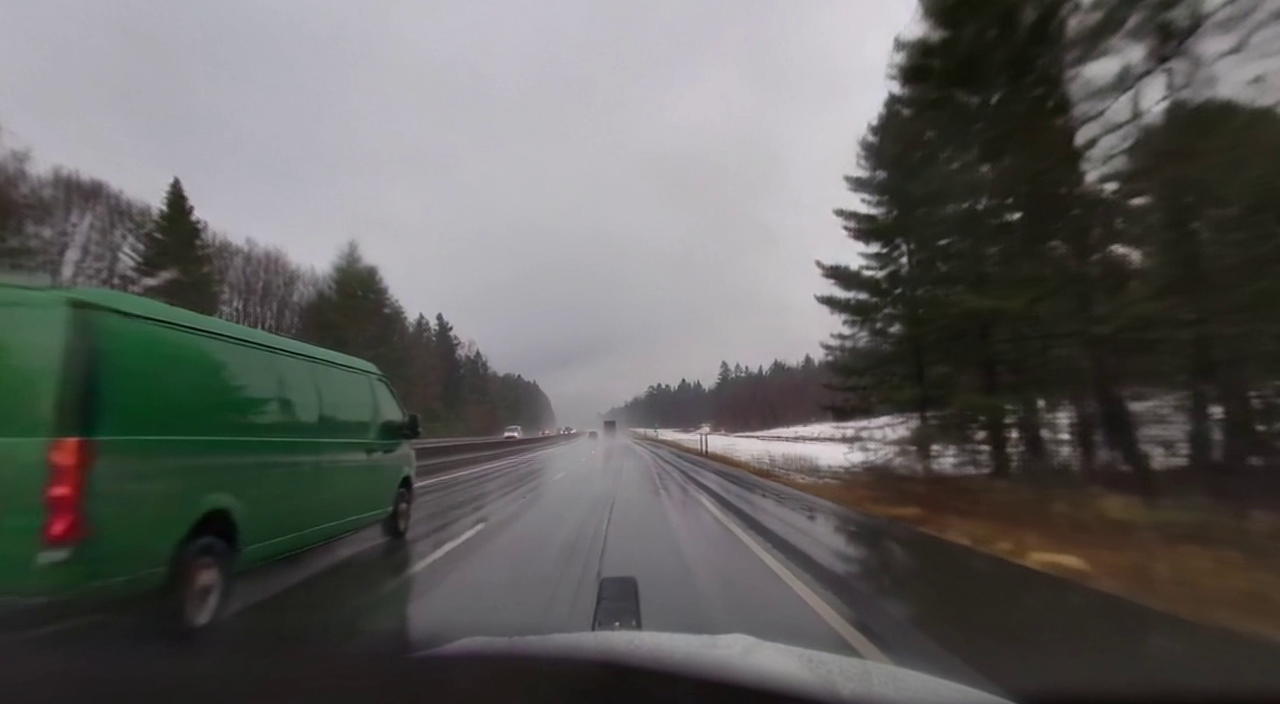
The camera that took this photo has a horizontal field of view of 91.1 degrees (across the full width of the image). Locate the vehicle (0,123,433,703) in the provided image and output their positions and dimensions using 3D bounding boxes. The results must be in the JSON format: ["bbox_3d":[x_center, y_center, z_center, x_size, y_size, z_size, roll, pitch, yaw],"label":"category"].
[{"bbox_3d":[-3.818,0.685,4.865,2.561,2.509,5.465,0,-8,0],"label":"vehicle"}]
